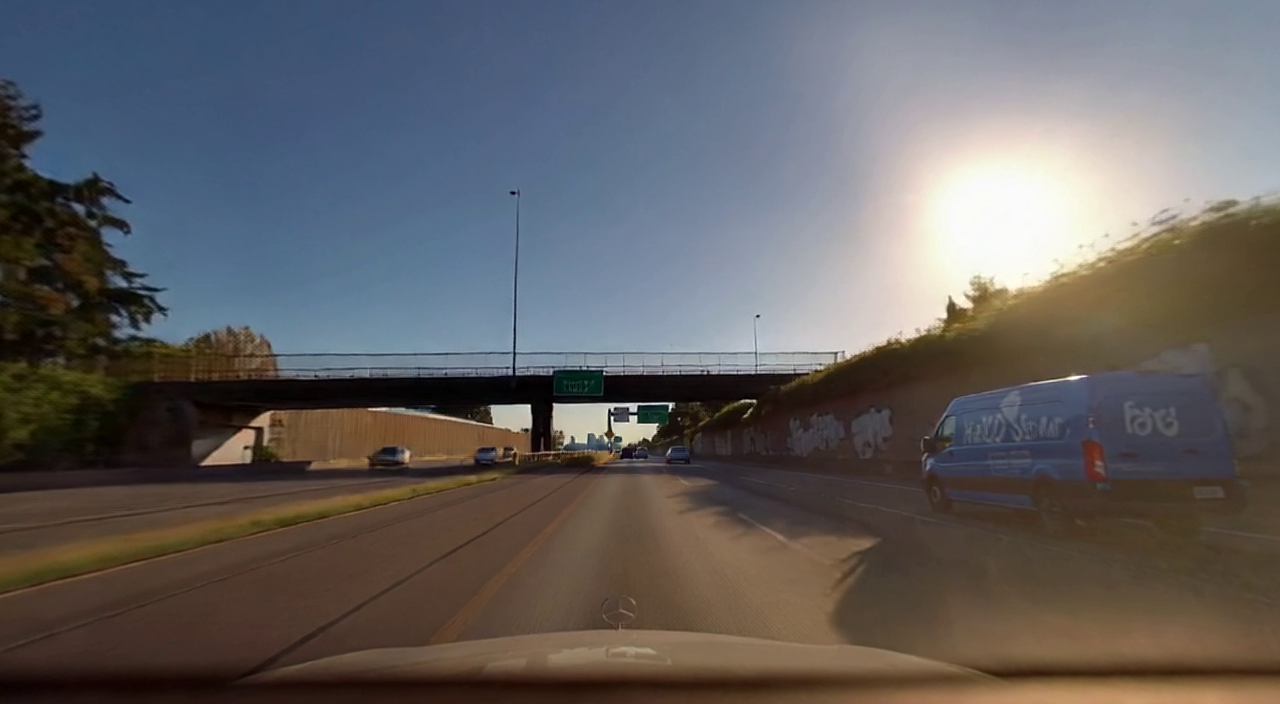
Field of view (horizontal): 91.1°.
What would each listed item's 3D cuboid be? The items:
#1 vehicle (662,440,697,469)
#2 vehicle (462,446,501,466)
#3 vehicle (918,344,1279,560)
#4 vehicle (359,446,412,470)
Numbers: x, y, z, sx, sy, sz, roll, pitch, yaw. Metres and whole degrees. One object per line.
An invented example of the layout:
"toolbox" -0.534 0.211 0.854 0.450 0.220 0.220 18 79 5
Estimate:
"vehicle" 2.830 7.508 46.226 2.007 1.943 5.010 0 -9 -2
"vehicle" -12.555 8.248 49.987 2.003 1.496 4.559 0 -9 -1
"vehicle" 7.235 1.626 10.602 2.283 2.631 5.719 0 -9 -1
"vehicle" -16.433 6.863 40.814 1.815 1.465 4.003 0 -9 -1
